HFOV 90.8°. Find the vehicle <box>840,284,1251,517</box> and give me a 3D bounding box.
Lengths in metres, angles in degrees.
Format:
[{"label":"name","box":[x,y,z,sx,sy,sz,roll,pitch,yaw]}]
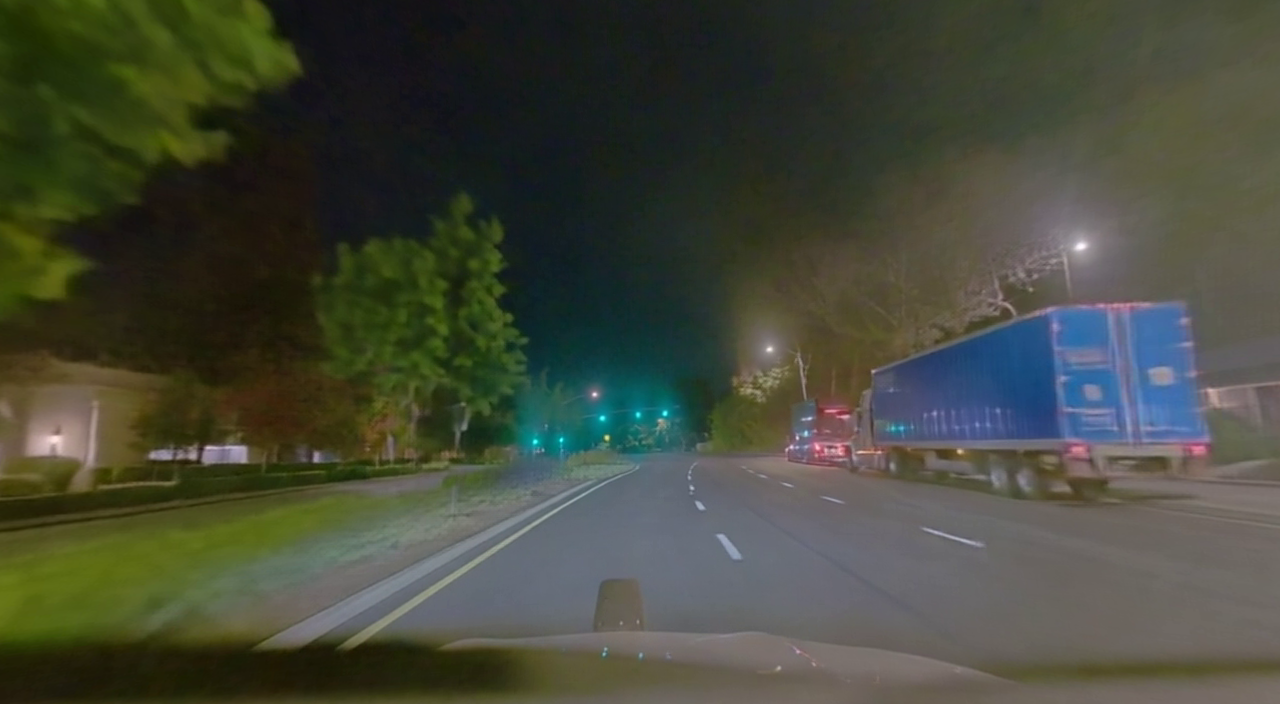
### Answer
[{"label":"vehicle","box":[10.419,2.146,20.848,2.907,4.439,17.681,0,-8,3]}]
